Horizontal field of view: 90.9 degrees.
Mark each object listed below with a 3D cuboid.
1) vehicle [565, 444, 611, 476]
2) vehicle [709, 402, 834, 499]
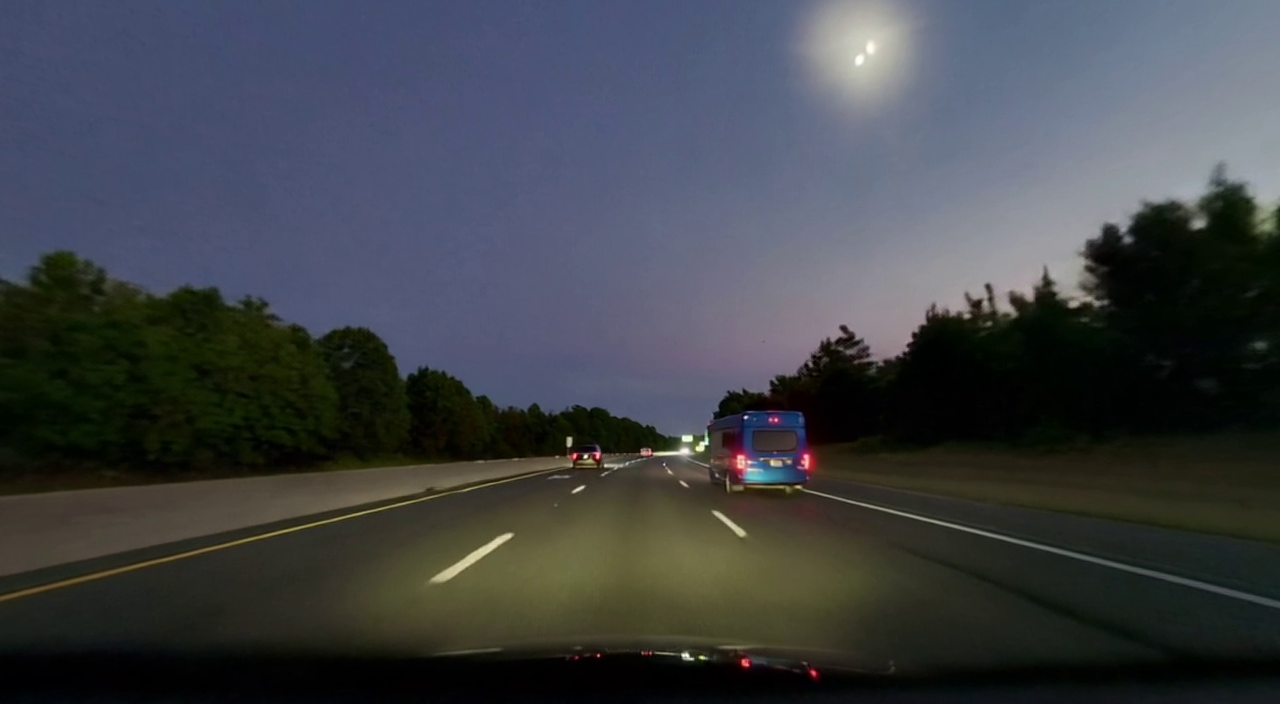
[{"bbox_3d":[-2.764,5.839,34.346,2.020,1.619,4.690,0,-9,1],"label":"vehicle"},{"bbox_3d":[4.009,3.234,20.764,2.614,2.655,6.429,0,-9,-1],"label":"vehicle"}]
